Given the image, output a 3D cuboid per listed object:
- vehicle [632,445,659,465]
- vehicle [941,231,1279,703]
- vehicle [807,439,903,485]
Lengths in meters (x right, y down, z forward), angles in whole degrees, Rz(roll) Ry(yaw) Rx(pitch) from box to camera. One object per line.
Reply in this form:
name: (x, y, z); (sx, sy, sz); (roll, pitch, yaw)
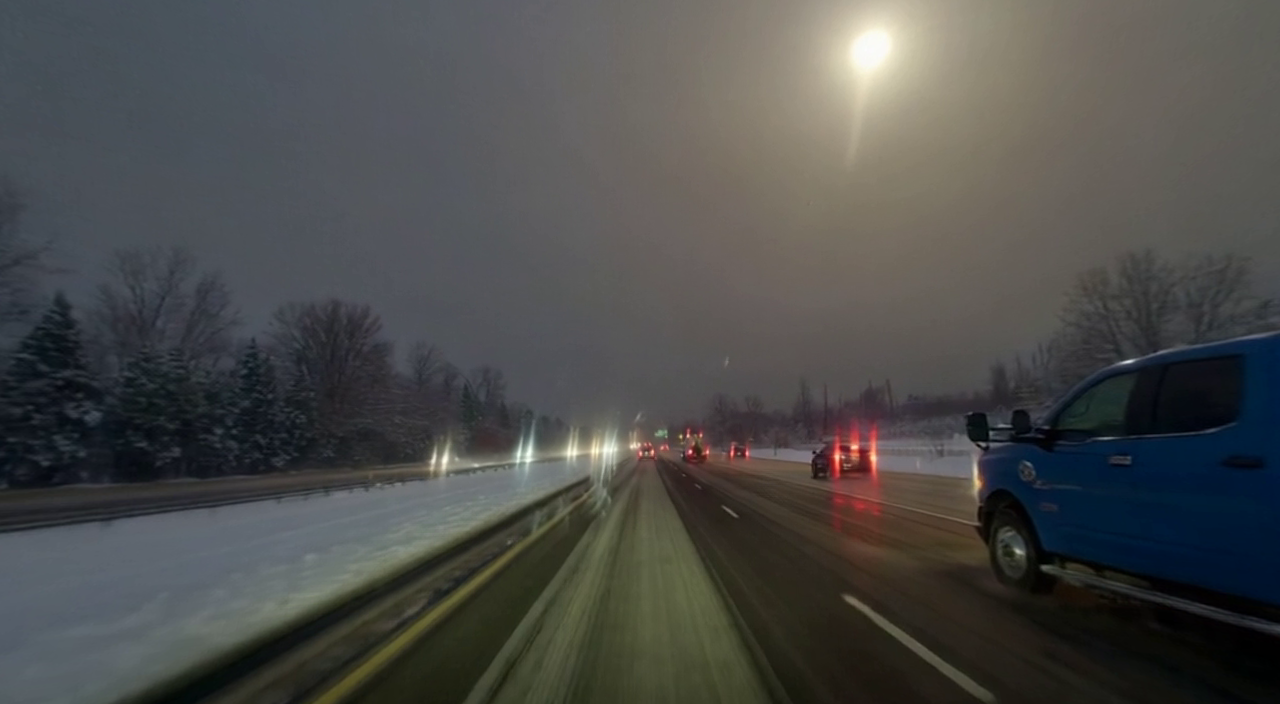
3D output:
vehicle: (0.429, 8.061, 49.346); (2.030, 1.473, 3.926); (0, -9, 0)
vehicle: (3.707, 0.556, 2.391); (2.354, 2.079, 5.586); (0, -9, 0)
vehicle: (7.862, 4.059, 23.509); (1.989, 1.526, 4.443); (0, -9, 0)
